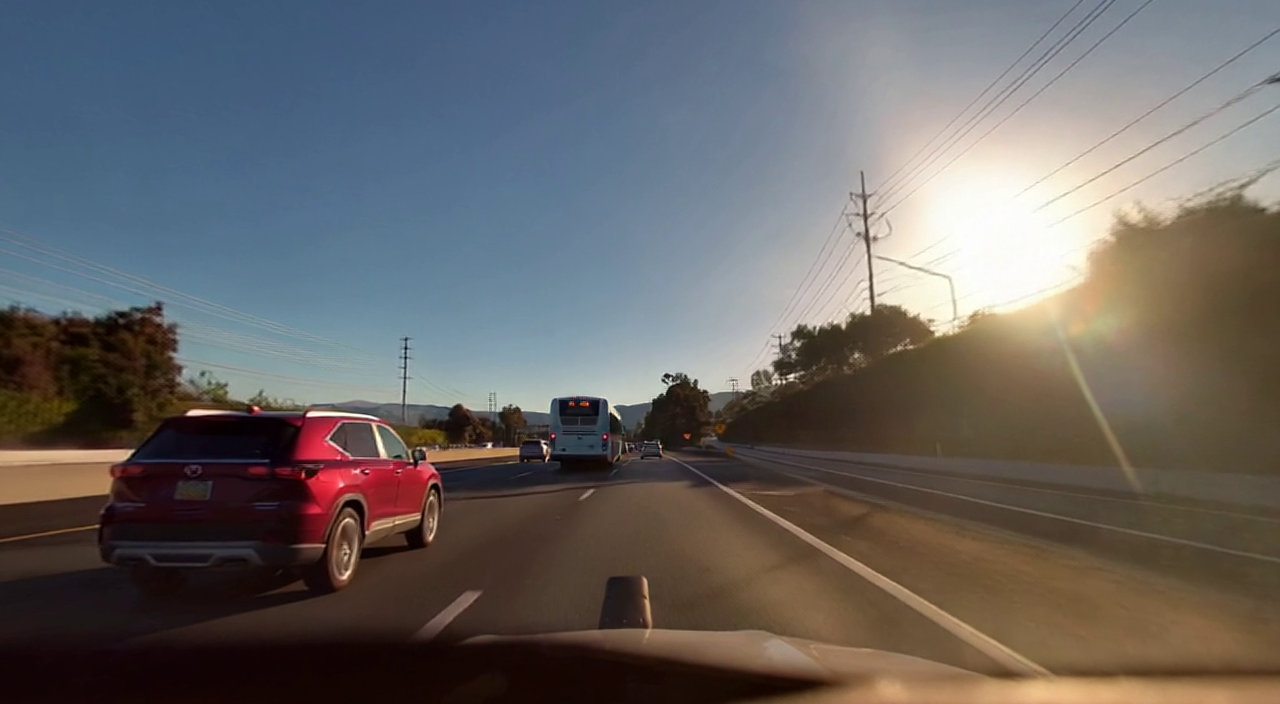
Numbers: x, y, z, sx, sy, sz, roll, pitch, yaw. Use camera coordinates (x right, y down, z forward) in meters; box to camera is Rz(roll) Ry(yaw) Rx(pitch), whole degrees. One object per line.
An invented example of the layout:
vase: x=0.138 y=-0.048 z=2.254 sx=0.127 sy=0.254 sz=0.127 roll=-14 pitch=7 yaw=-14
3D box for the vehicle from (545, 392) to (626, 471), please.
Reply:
vehicle: x=-2.730 y=4.715 z=36.128 sx=3.382 sy=3.712 sz=11.766 roll=1 pitch=-9 yaw=1

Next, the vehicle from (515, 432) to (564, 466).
vehicle: x=-6.715 y=6.593 z=42.815 sx=2.282 sy=2.116 sz=6.030 roll=0 pitch=-8 yaw=1

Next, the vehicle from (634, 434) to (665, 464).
vehicle: x=0.677 y=6.853 z=44.663 sx=2.083 sy=2.001 sz=4.782 roll=0 pitch=-8 yaw=1

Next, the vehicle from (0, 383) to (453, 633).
vehicle: x=-3.652 y=1.401 z=6.585 sx=2.021 sy=1.730 sz=4.223 roll=0 pitch=-8 yaw=1
